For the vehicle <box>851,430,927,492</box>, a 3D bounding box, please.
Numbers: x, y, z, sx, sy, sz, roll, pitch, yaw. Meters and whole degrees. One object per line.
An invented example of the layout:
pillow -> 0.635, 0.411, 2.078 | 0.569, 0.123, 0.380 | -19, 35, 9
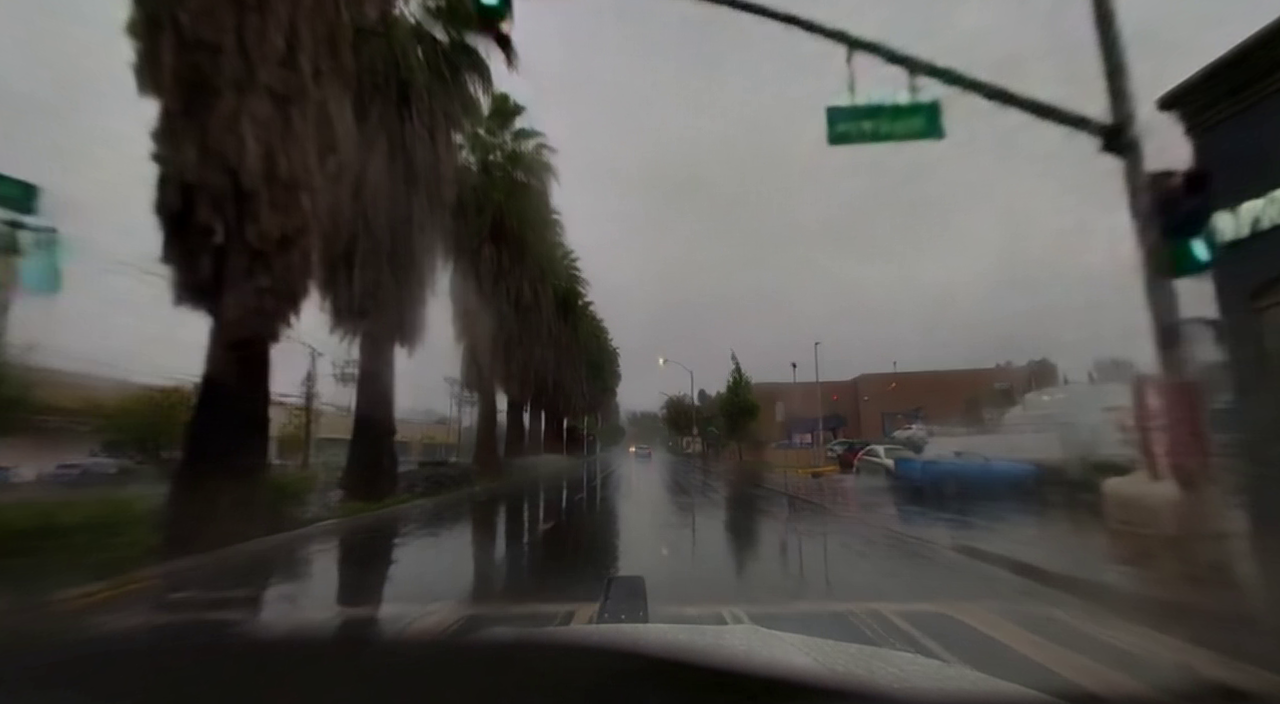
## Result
vehicle -> 9.546, 4.343, 24.448 | 1.917, 1.876, 4.629 | -6, -16, 12

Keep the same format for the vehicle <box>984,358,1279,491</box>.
vehicle -> 15.907, 2.628, 21.009 | 2.814, 3.328, 10.467 | 0, -9, 0

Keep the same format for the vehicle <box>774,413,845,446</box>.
vehicle -> 11.865, 5.487, 43.796 | 5.186, 2.000, 2.226 | 10, -13, -41

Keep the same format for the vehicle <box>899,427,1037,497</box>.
vehicle -> 9.529, 3.268, 18.642 | 1.655, 1.820, 3.969 | 1, -10, -5
